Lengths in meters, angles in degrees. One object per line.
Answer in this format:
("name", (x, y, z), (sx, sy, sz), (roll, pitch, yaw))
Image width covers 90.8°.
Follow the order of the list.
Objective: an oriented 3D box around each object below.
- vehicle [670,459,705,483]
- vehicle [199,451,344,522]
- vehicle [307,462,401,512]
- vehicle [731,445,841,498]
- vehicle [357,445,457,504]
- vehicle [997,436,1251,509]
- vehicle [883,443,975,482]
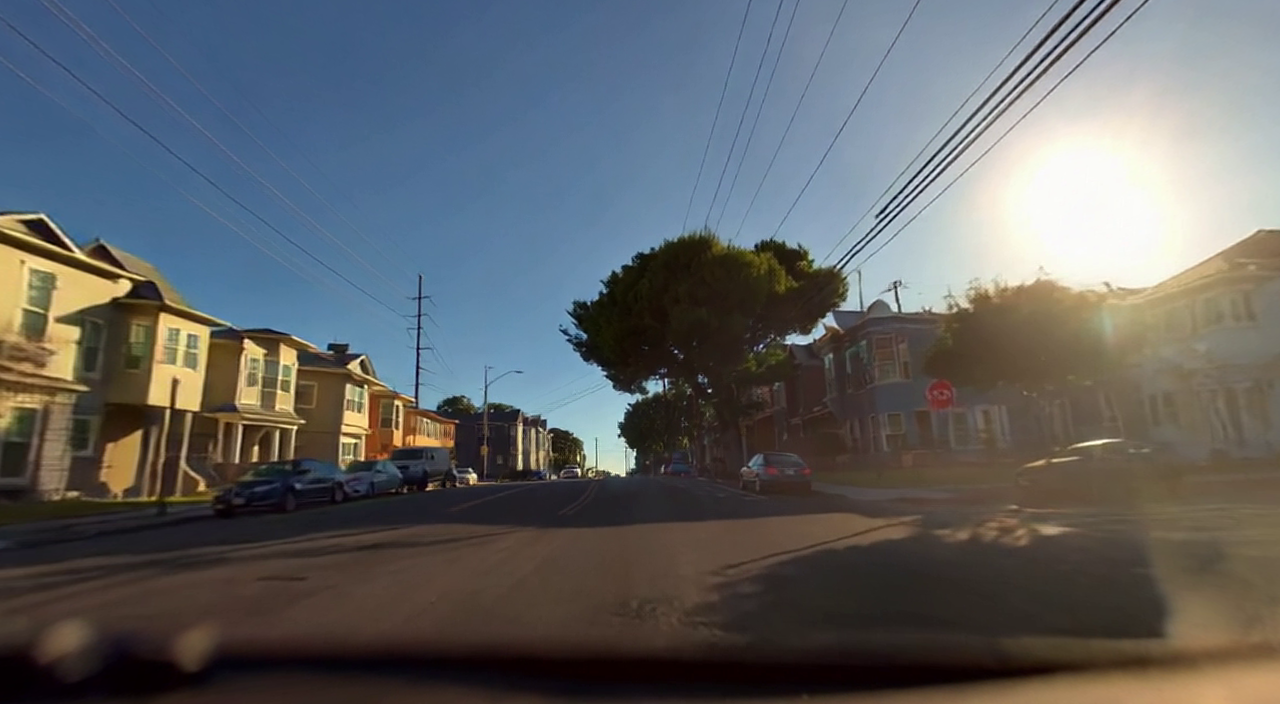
("vehicle", (3.387, 8.615, 45.992), (1.917, 1.434, 4.733), (-2, -9, -3))
("vehicle", (-10.447, 3.830, 18.394), (1.900, 1.683, 4.486), (-2, -10, -6))
("vehicle", (-10.777, 5.069, 24.165), (1.826, 1.455, 4.475), (-5, -8, -5))
("vehicle", (4.578, 3.826, 20.680), (2.059, 1.502, 4.824), (1, -9, -5))
("vehicle", (-10.909, 5.744, 30.261), (2.687, 2.491, 5.936), (0, -9, -2))
("vehicle", (10.582, 2.603, 13.975), (4.336, 1.424, 1.954), (1, -9, -11))
("vehicle", (12.913, 4.954, 28.378), (3.545, 1.448, 2.041), (-5, -4, 24))
